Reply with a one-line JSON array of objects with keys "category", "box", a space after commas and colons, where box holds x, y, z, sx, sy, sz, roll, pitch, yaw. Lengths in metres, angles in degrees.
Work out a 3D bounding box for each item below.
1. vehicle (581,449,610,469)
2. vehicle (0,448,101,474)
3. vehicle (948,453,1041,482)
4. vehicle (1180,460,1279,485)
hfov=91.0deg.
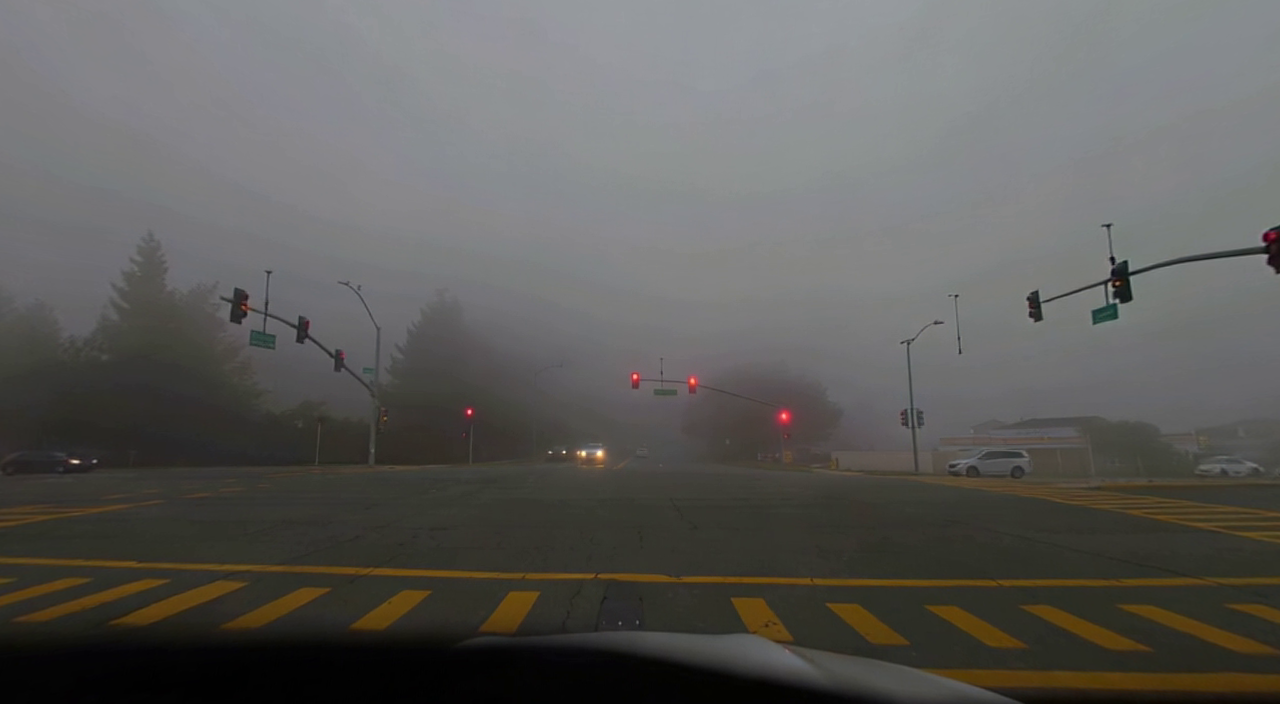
[{"category": "vehicle", "box": [-3.438, 8.359, 49.215, 1.908, 1.441, 4.142, 0, -8, 1]}, {"category": "vehicle", "box": [-35.129, 6.423, 37.189, 4.741, 1.447, 1.807, 0, -9, 0]}, {"category": "vehicle", "box": [21.102, 6.862, 37.589, 4.447, 1.623, 1.801, 0, -9, -3]}, {"category": "vehicle", "box": [36.226, 7.310, 38.297, 4.976, 1.428, 1.929, 0, -8, -2]}]
